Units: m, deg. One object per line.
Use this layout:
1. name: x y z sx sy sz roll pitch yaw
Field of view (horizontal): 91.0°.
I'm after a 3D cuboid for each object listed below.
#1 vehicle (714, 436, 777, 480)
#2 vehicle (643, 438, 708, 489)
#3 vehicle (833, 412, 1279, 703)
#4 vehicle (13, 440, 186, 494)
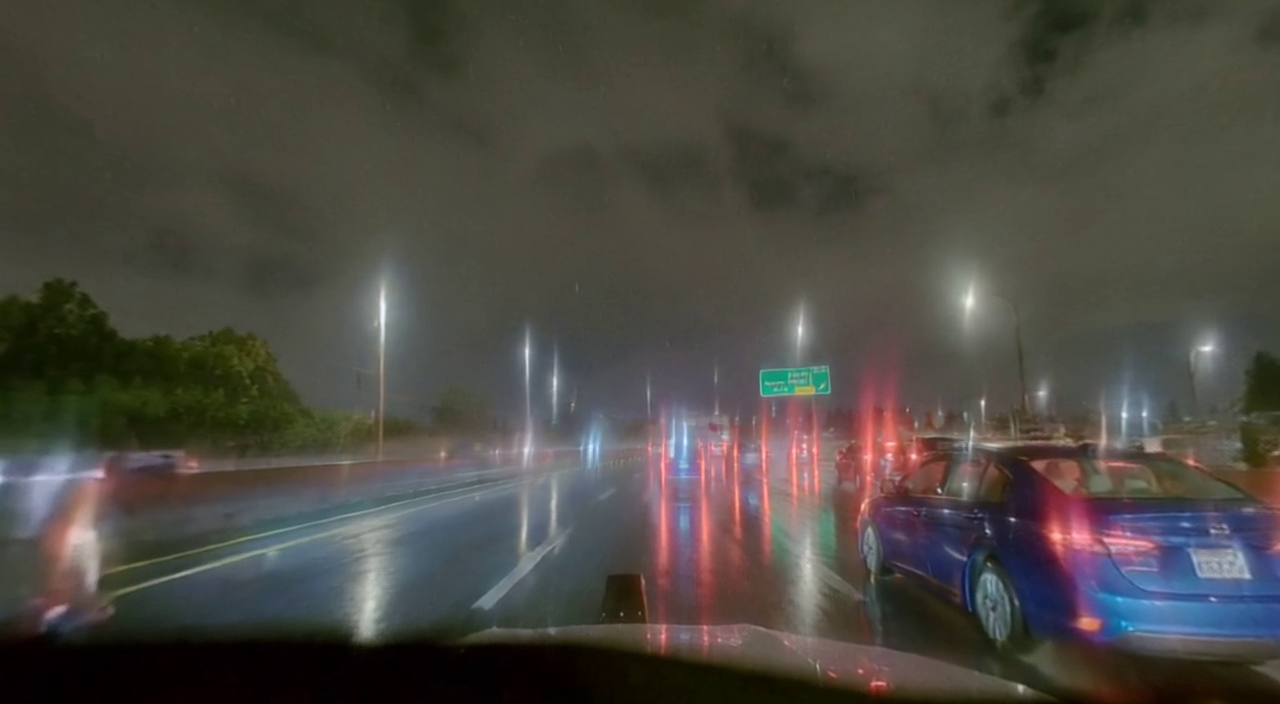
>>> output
1. vehicle: 4.365 4.489 26.777 2.076 1.684 4.241 0 -9 2
2. vehicle: 1.232 3.874 22.196 2.074 1.614 3.803 0 -9 3
3. vehicle: 3.181 1.347 4.867 2.009 1.489 4.559 0 -9 1
4. vehicle: -18.861 4.008 22.328 1.956 1.688 4.466 0 -9 3
